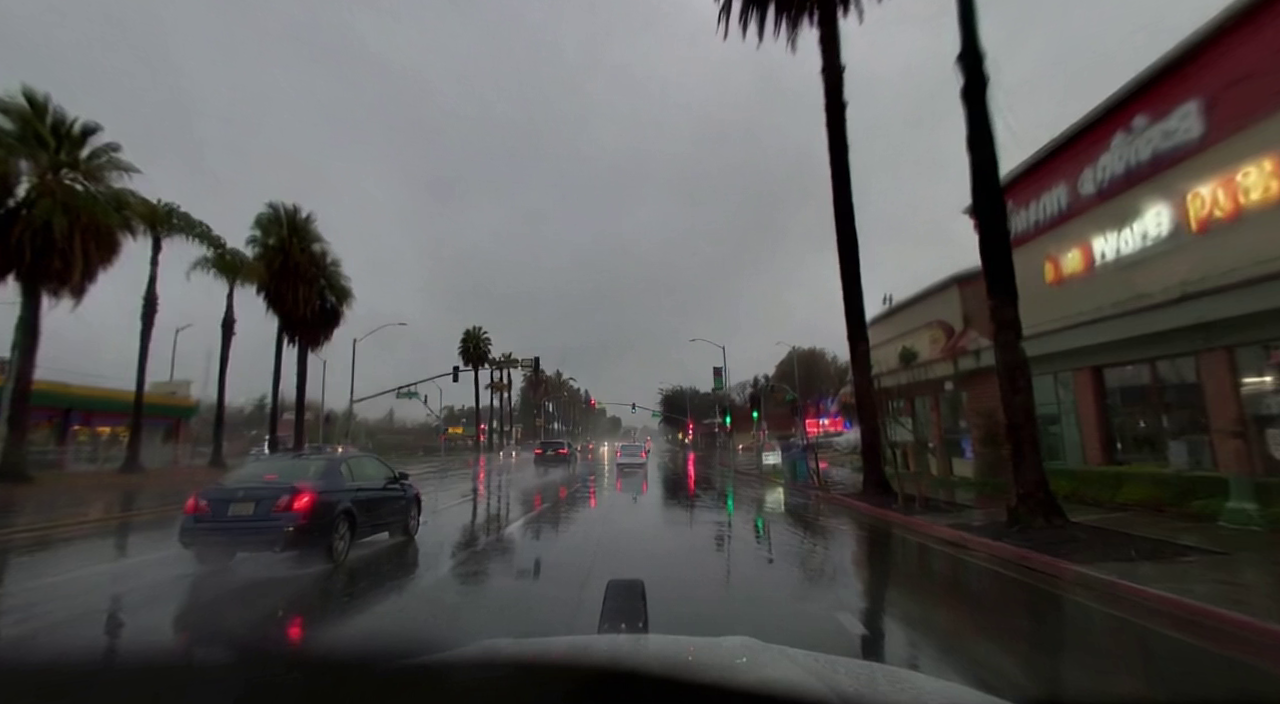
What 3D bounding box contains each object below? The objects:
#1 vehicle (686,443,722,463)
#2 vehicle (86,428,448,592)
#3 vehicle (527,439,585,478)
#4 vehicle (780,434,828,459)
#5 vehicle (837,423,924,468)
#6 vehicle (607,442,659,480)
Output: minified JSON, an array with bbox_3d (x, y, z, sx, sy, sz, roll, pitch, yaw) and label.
[{"bbox_3d":[5.026,7.842,48.829,2.059,1.486,3.980,-3,-9,16],"label":"vehicle"},{"bbox_3d":[-4.190,1.813,8.149,1.904,1.513,4.410,0,-8,1],"label":"vehicle"},{"bbox_3d":[-3.743,4.826,28.630,1.979,1.634,3.957,-1,-8,2],"label":"vehicle"},{"bbox_3d":[11.260,6.541,43.366,1.982,1.623,4.211,0,-8,-2],"label":"vehicle"},{"bbox_3d":[11.214,4.381,29.754,2.111,1.875,5.301,1,-8,1],"label":"vehicle"},{"bbox_3d":[-0.247,4.738,27.594,2.094,1.496,4.070,0,-8,1],"label":"vehicle"}]
